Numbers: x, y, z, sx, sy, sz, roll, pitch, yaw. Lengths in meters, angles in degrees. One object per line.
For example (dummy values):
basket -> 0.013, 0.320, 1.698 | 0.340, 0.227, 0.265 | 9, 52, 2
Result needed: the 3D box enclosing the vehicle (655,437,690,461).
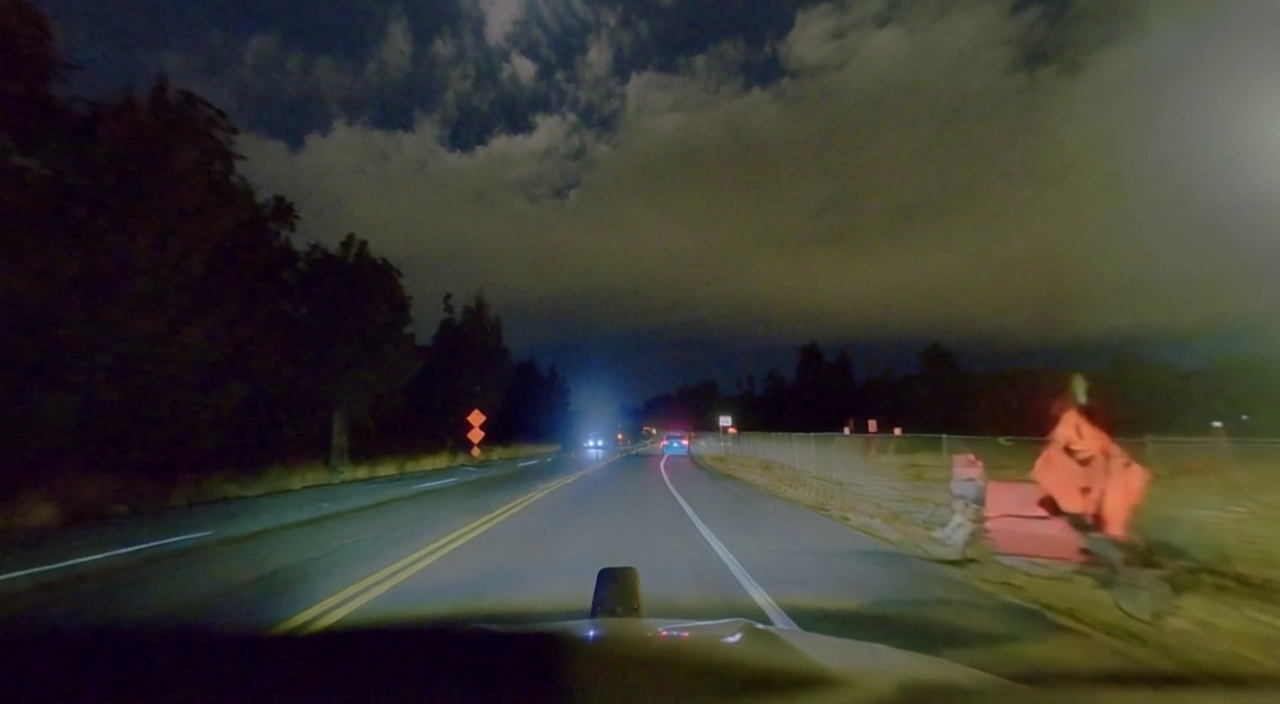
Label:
vehicle -> 2.093, 6.307, 40.996 | 2.172, 1.486, 3.581 | -1, -9, 3
